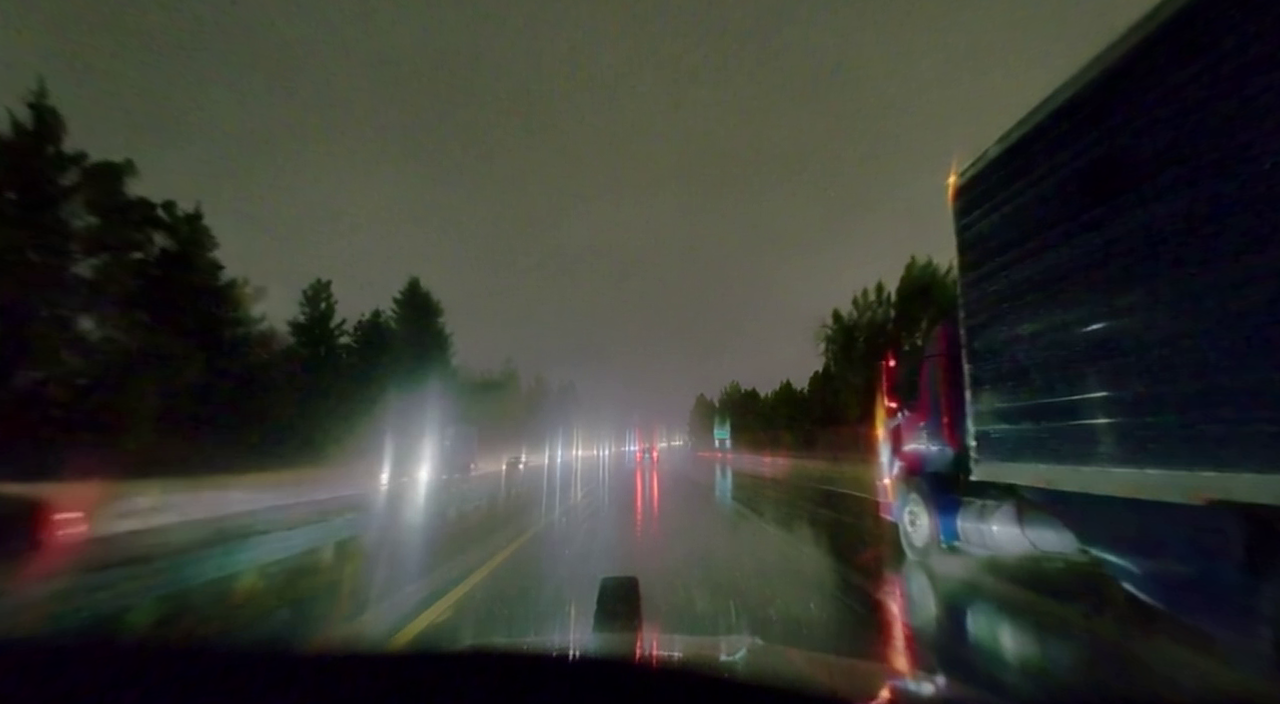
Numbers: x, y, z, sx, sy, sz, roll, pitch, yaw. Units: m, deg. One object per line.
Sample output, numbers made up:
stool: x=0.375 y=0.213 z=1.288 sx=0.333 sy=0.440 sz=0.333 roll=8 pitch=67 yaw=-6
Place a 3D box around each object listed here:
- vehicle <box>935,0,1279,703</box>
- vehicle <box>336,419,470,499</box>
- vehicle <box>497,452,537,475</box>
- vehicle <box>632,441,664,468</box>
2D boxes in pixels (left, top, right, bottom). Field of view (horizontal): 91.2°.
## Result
vehicle: x=4.666 y=-0.302 z=3.047 sx=2.961 sy=3.994 sz=6.537 roll=-1 pitch=-9 yaw=-1
vehicle: x=-9.000 y=4.189 z=24.883 sx=2.380 sy=2.679 sz=7.252 roll=0 pitch=-9 yaw=1
vehicle: x=-8.459 y=7.698 z=43.388 sx=1.911 sy=1.493 sz=4.149 roll=0 pitch=-9 yaw=1
vehicle: x=0.543 y=7.077 z=43.392 sx=2.098 sy=1.692 sz=4.038 roll=0 pitch=-9 yaw=0
